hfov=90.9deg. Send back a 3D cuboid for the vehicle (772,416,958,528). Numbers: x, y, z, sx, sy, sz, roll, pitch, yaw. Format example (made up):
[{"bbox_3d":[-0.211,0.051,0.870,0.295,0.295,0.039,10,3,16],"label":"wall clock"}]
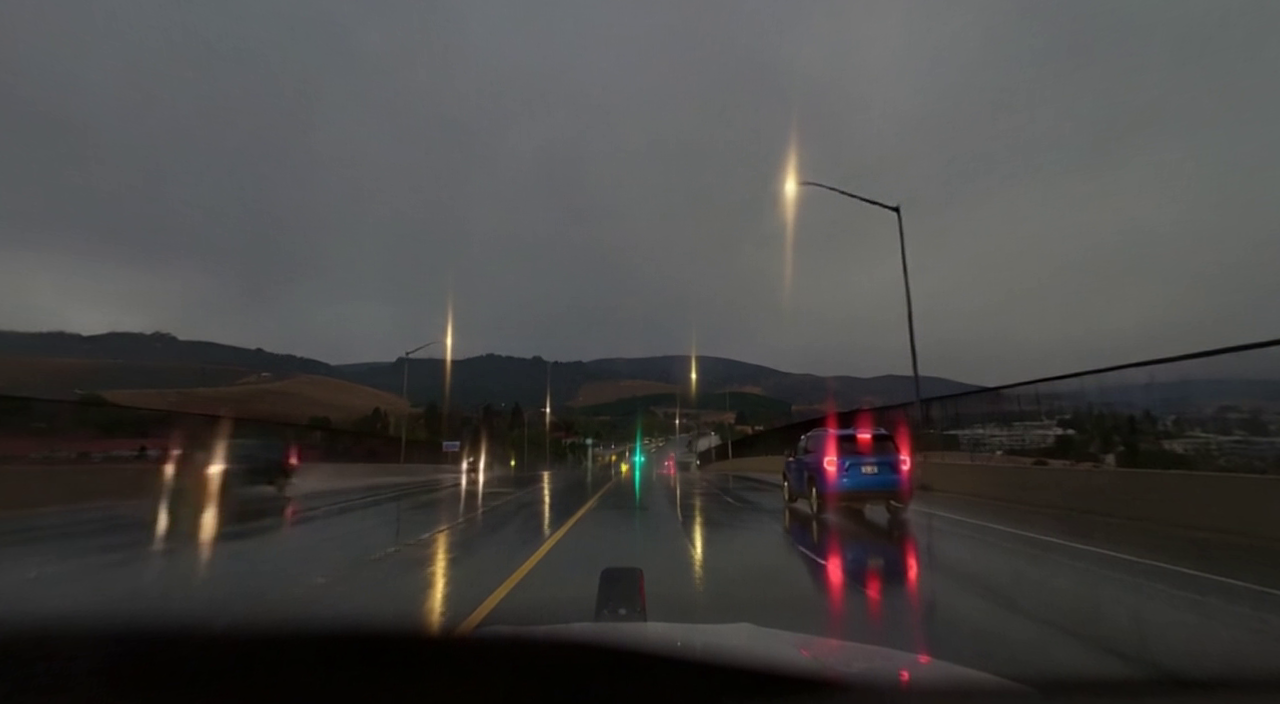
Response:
[{"bbox_3d":[3.971,2.203,12.064,1.989,1.730,4.324,0,-8,1],"label":"vehicle"}]

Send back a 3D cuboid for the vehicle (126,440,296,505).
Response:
[{"bbox_3d":[-13.880,3.893,20.907,2.148,1.850,4.835,0,-8,1],"label":"vehicle"}]
